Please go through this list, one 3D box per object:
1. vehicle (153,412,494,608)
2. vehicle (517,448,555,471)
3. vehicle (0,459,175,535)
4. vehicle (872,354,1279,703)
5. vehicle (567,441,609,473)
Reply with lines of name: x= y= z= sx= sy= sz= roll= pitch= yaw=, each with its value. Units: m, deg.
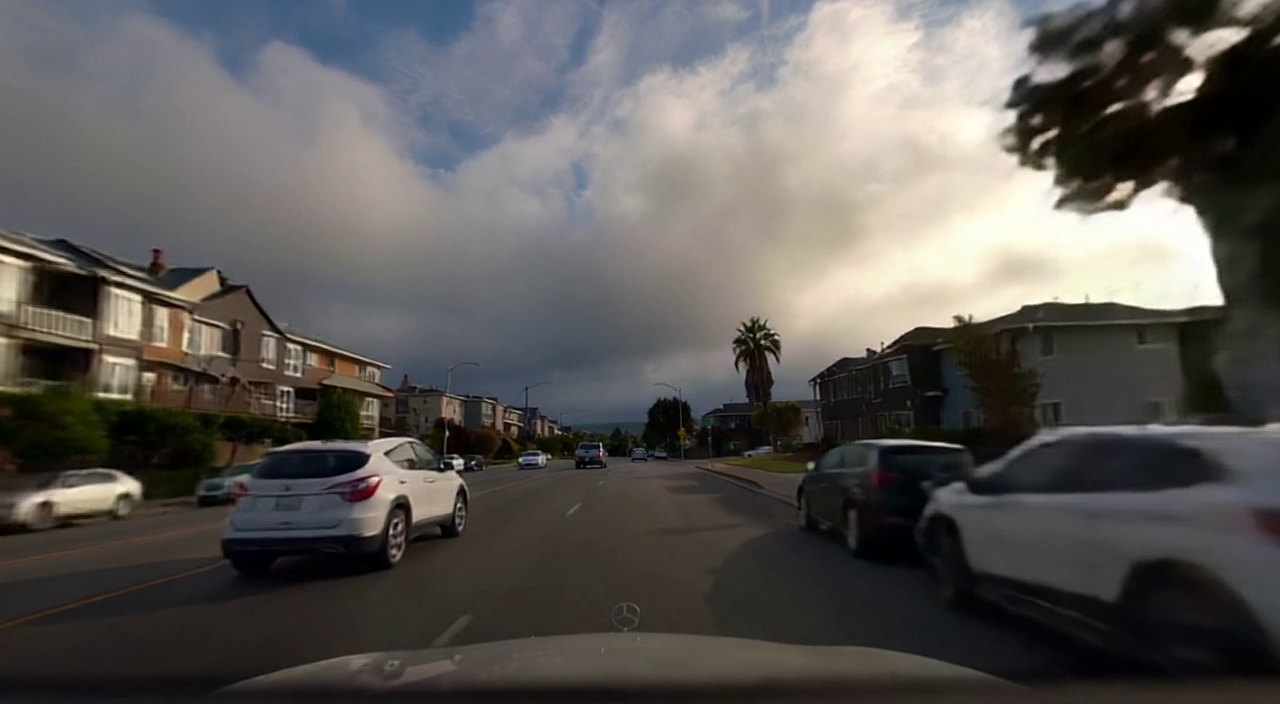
vehicle: x=-3.179 y=1.657 z=7.434 sx=1.929 sy=1.651 sz=3.948 roll=0 pitch=-9 yaw=0
vehicle: x=-7.436 y=7.728 z=45.476 sx=1.979 sy=1.500 sz=4.383 roll=0 pitch=-9 yaw=0
vehicle: x=-13.853 y=3.437 z=15.320 sx=1.811 sy=1.452 sz=4.322 roll=-3 pitch=-8 yaw=-1
vehicle: x=3.708 y=1.167 z=4.298 sx=2.125 sy=1.768 sz=5.544 roll=0 pitch=-9 yaw=0
vehicle: x=-3.126 y=6.399 z=38.670 sx=1.994 sy=1.810 sz=5.057 roll=0 pitch=-9 yaw=2
